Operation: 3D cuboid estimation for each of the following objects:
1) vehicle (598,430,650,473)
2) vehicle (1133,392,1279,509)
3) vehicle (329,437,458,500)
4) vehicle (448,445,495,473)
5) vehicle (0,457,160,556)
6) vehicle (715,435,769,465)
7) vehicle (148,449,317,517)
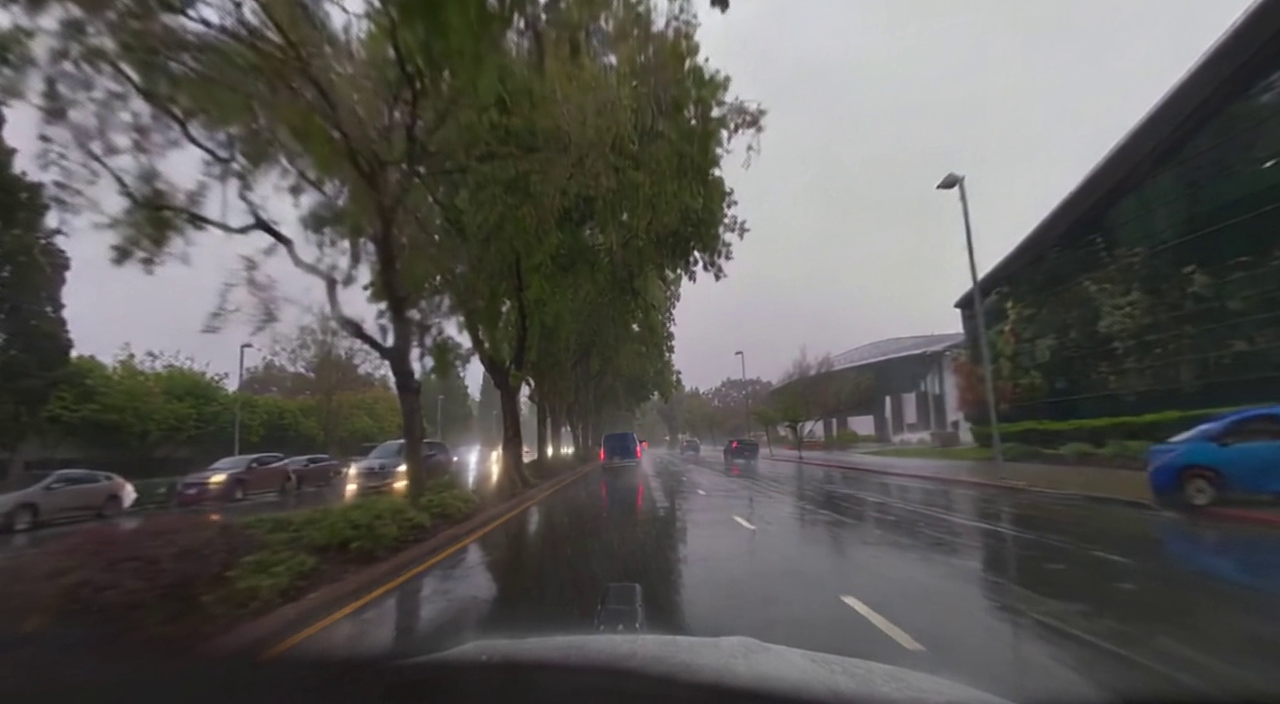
[{"bbox_3d":[-0.789,4.991,31.914,2.411,1.937,5.186,0,-8,-1],"label":"vehicle"},{"bbox_3d":[11.308,1.512,10.028,4.932,1.738,2.080,-4,-9,20],"label":"vehicle"},{"bbox_3d":[-8.096,3.848,21.448,2.184,1.824,5.418,0,-8,0],"label":"vehicle"},{"bbox_3d":[-11.692,7.418,44.198,2.042,1.822,4.913,0,-8,-1],"label":"vehicle"},{"bbox_3d":[-11.473,2.696,11.295,2.107,1.524,4.697,0,-8,0],"label":"vehicle"},{"bbox_3d":[6.245,6.079,39.312,2.364,1.781,4.854,0,-8,-2],"label":"vehicle"},{"bbox_3d":[-11.256,3.601,17.884,2.025,1.651,4.097,0,-8,-1],"label":"vehicle"}]
